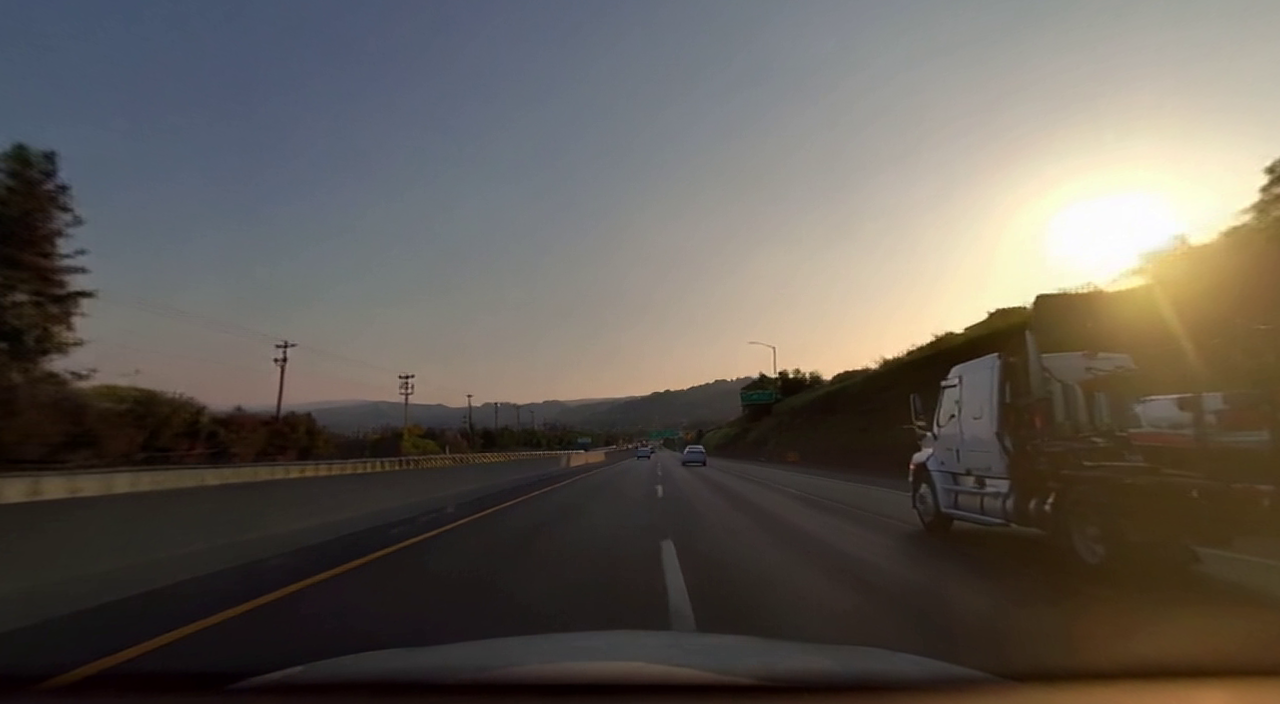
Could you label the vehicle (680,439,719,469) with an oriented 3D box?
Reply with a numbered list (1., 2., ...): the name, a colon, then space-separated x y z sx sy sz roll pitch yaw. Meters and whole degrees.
1. vehicle: 4.157 7.320 45.276 2.309 2.003 5.139 0 -9 0
